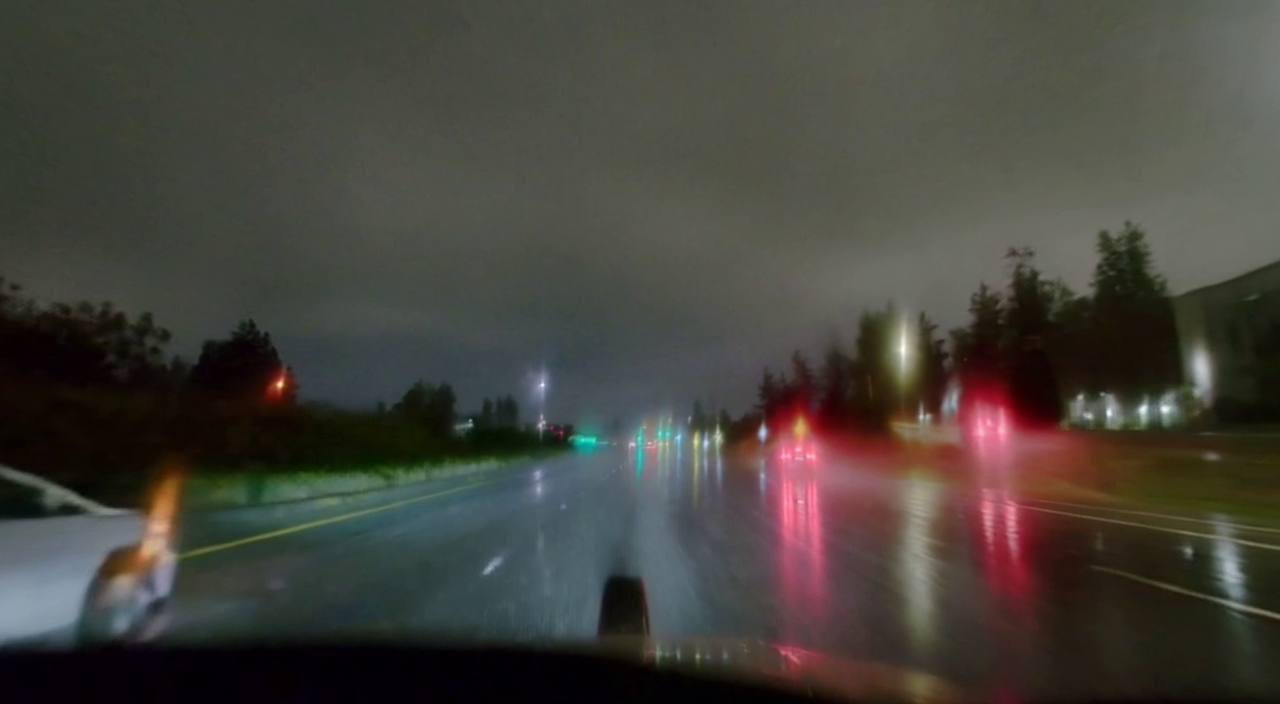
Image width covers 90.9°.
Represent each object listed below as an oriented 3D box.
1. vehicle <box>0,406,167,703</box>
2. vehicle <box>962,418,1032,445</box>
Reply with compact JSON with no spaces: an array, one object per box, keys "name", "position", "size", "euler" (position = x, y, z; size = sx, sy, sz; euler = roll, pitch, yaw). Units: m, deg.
[{"name":"vehicle","position":[-4.119,0.851,1.830],"size":[2.021,1.526,4.385],"euler":[0,-8,1]},{"name":"vehicle","position":[23.868,5.387,42.353],"size":[2.235,1.713,4.397],"euler":[0,-8,1]}]
